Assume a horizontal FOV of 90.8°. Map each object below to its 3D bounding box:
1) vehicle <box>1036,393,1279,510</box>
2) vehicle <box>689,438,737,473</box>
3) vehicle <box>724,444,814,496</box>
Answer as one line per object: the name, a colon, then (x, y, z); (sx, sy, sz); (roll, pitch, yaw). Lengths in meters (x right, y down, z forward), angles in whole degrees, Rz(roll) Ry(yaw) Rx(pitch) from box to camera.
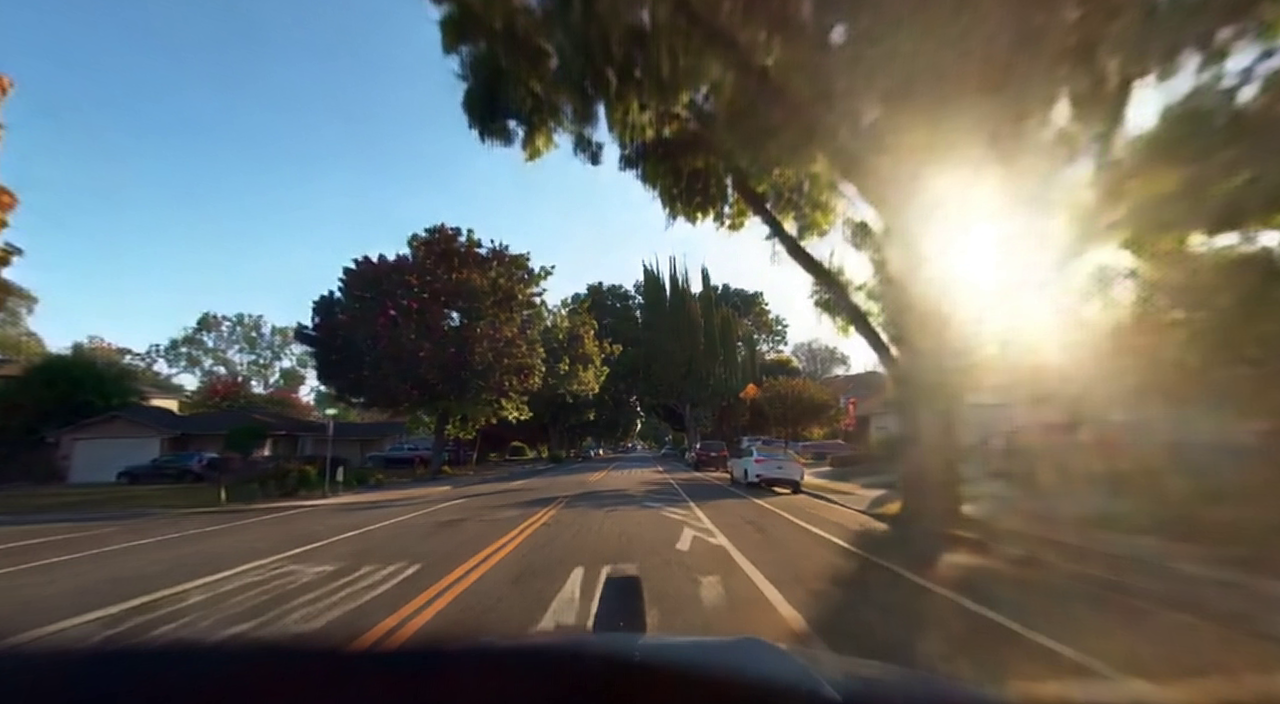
vehicle: (10.965, 1.888, 12.543); (4.459, 1.696, 2.361); (-6, -8, -1)
vehicle: (3.962, 5.731, 35.074); (2.032, 1.792, 4.849); (0, -9, 0)
vehicle: (3.960, 3.672, 20.115); (1.940, 1.470, 4.101); (0, -9, -1)
